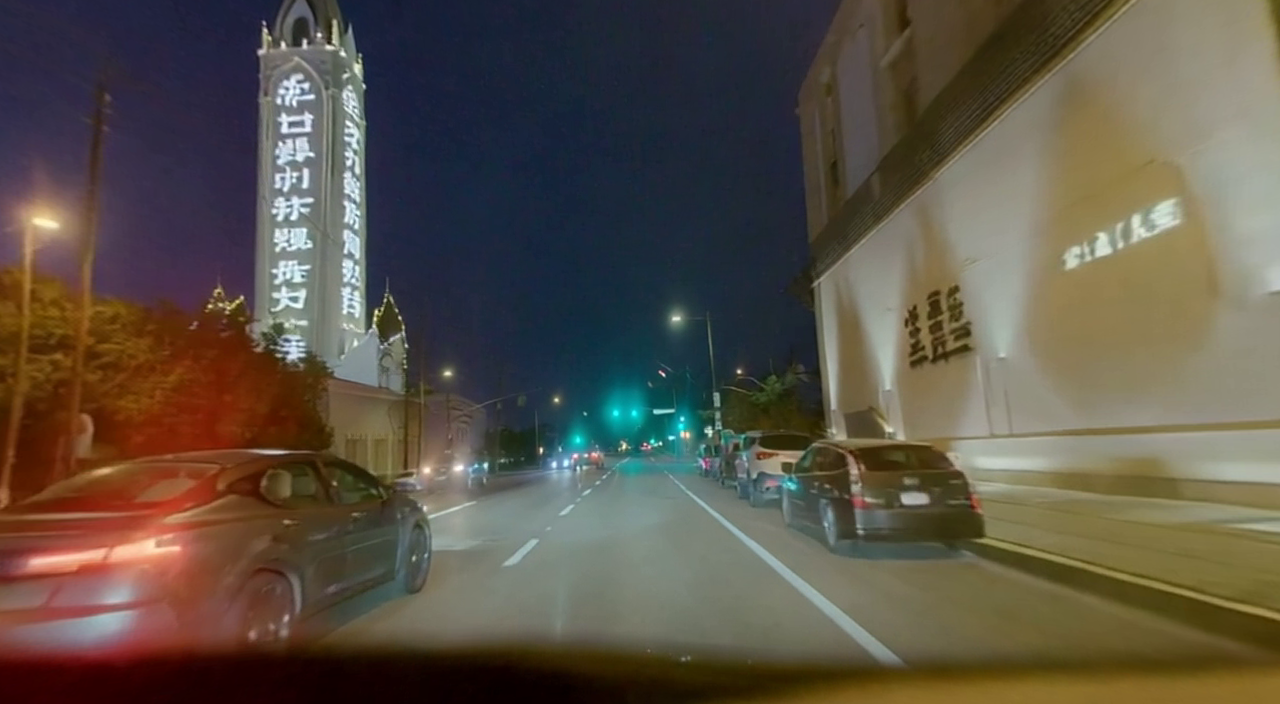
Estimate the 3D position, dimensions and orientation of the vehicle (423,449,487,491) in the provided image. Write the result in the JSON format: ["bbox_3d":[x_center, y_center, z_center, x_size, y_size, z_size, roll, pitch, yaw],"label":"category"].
[{"bbox_3d":[-9.084,5.788,31.351,1.965,1.868,4.012,0,-8,0],"label":"vehicle"}]

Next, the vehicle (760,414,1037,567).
[{"bbox_3d":[3.297,1.878,9.339,2.206,1.664,4.578,-1,-9,1],"label":"vehicle"}]

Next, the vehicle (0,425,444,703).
[{"bbox_3d":[-3.320,1.431,4.932,2.089,1.547,4.635,0,-8,0],"label":"vehicle"}]

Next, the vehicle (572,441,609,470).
[{"bbox_3d":[-3.550,7.492,45.904,2.293,1.936,4.737,0,-8,0],"label":"vehicle"}]
